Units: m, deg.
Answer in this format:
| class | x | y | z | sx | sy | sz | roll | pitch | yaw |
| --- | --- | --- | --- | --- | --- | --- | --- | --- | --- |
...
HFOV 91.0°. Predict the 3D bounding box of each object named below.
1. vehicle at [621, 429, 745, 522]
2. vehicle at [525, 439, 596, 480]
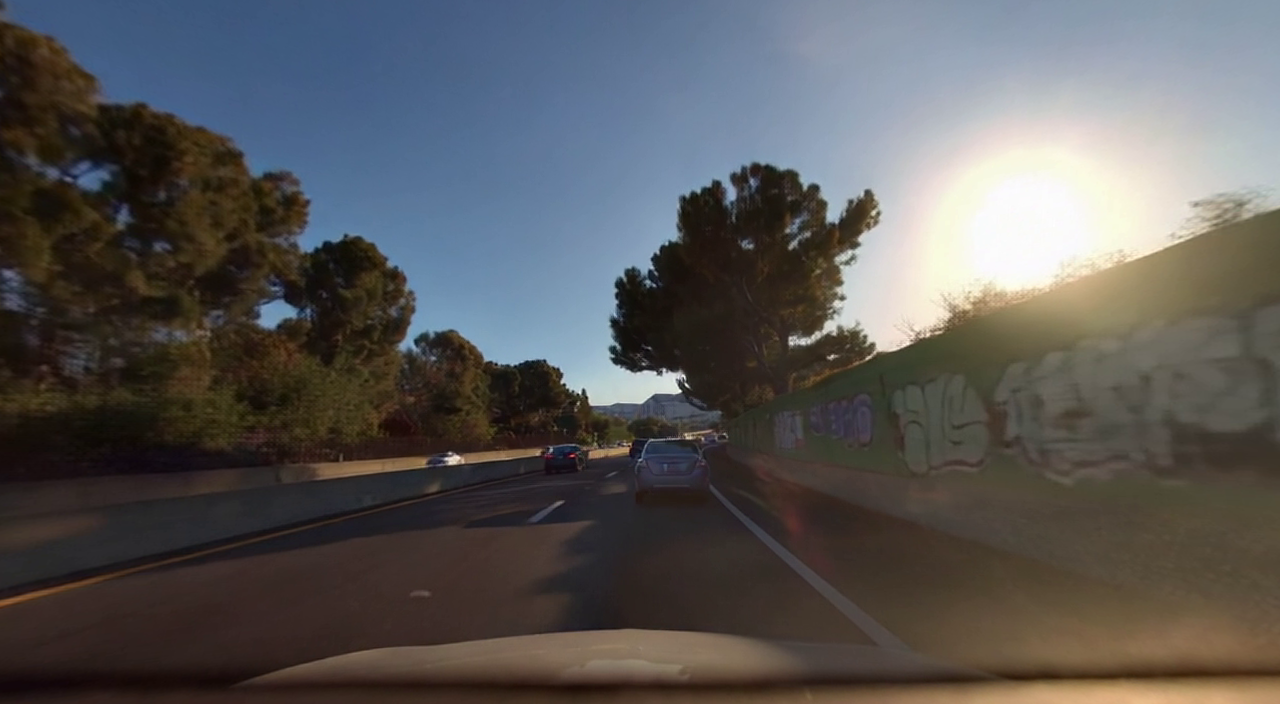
| class | x | y | z | sx | sy | sz | roll | pitch | yaw |
| --- | --- | --- | --- | --- | --- | --- | --- | --- | --- |
| vehicle | 0.762 | 2.346 | 12.501 | 2.077 | 1.533 | 3.854 | 0 | -8 | 1 |
| vehicle | -3.007 | 4.194 | 24.856 | 2.059 | 1.471 | 4.152 | 0 | -8 | 3 |
